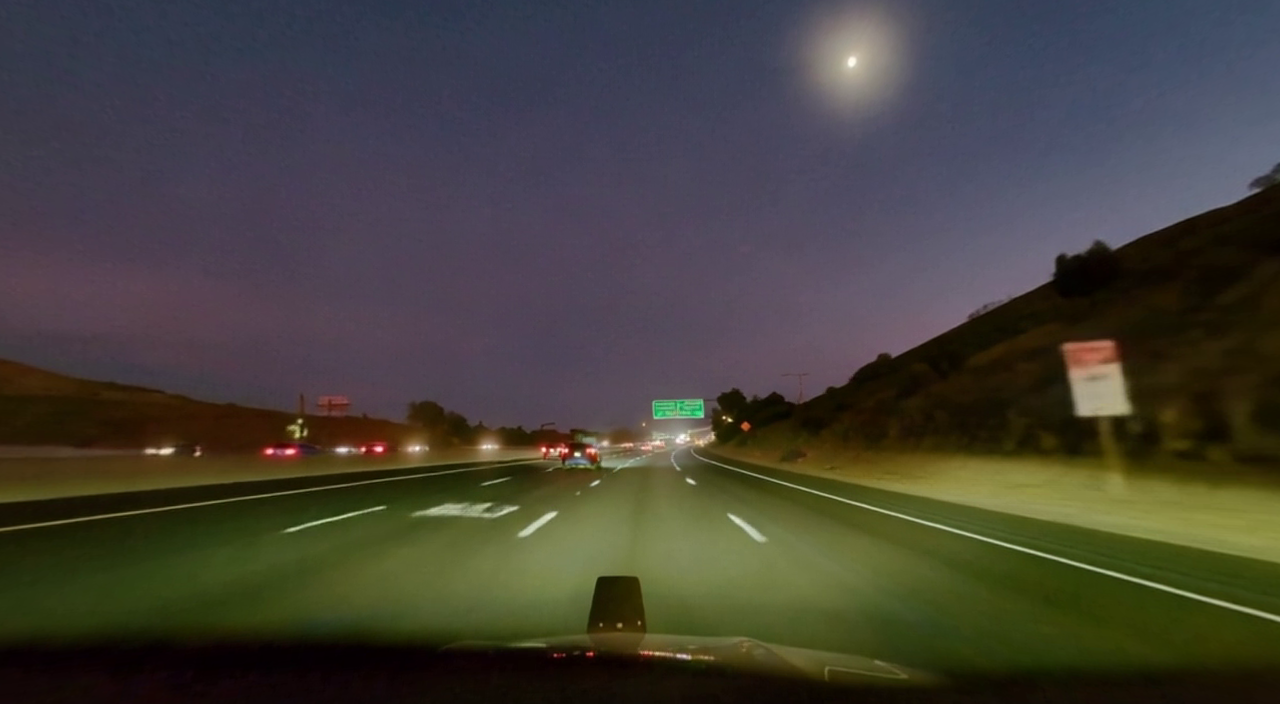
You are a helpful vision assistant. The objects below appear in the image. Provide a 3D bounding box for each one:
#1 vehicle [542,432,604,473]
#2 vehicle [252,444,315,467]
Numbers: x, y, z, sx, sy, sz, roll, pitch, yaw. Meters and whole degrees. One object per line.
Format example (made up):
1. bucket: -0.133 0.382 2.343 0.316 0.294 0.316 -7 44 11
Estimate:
1. vehicle: -3.283 5.073 31.972 2.413 1.896 5.218 0 -8 2
2. vehicle: -27.685 8.030 48.937 2.016 1.671 4.537 0 -8 3
